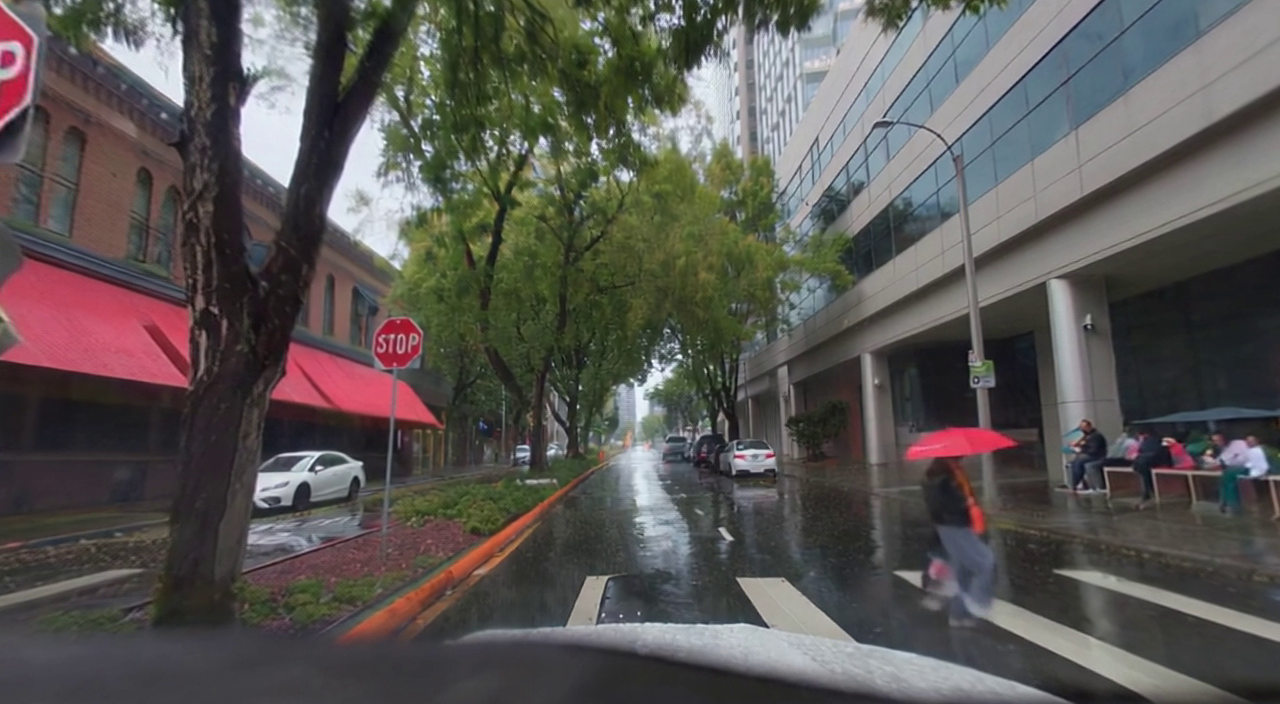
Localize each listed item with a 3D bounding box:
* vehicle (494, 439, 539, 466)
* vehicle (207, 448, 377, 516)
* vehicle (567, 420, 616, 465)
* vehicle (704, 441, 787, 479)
[{"bbox_3d":[-8.871,7.234,45.599,2.256,1.802,4.333,0,-8,2],"label":"vehicle"},{"bbox_3d":[-8.797,3.285,16.528,2.007,1.503,4.343,0,-8,-1],"label":"vehicle"},{"bbox_3d":[-2.977,5.757,40.109,2.317,2.596,6.053,0,-8,3],"label":"vehicle"},{"bbox_3d":[4.588,4.562,26.985,1.858,1.491,4.329,-5,-10,33],"label":"vehicle"}]
